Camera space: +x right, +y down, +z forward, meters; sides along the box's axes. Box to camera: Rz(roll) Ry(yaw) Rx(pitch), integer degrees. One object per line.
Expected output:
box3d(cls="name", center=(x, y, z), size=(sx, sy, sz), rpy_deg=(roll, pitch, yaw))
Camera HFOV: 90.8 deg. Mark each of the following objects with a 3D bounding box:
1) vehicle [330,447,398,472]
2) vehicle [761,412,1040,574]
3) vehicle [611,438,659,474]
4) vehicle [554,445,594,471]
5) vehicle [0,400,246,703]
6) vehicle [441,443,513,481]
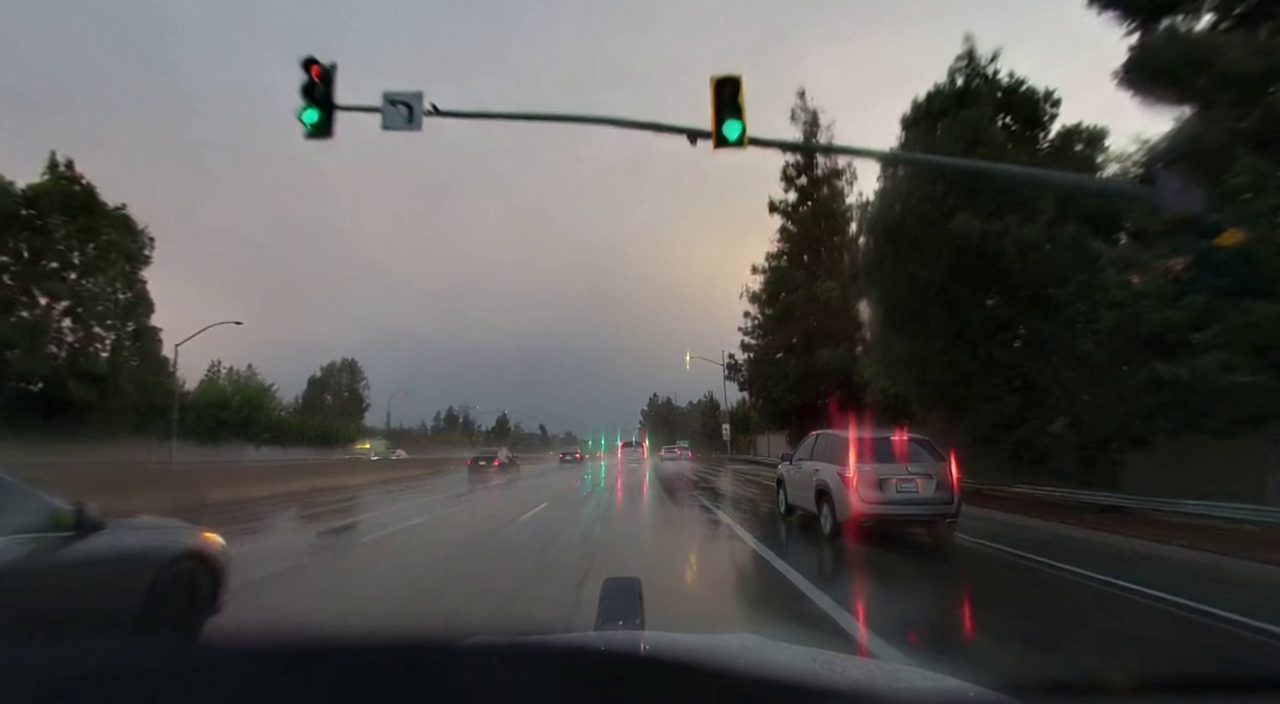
box3d(cls="vehicle", center=(-17.070, 6.651, 39.328), size=(2.045, 1.482, 4.665), rpy_deg=(0, -8, 1))
box3d(cls="vehicle", center=(3.233, 1.852, 9.111), size=(2.029, 1.716, 4.545), rpy_deg=(0, -8, -1))
box3d(cls="vehicle", center=(-0.266, 5.526, 33.833), size=(2.408, 1.748, 4.217), rpy_deg=(0, -8, -1))
box3d(cls="vehicle", center=(-3.921, 6.369, 38.112), size=(1.968, 1.473, 4.209), rpy_deg=(0, -8, 0))
box3d(cls="vehicle", center=(-3.451, 0.795, 1.325), size=(2.130, 1.514, 4.766), rpy_deg=(0, -8, 1))
box3d(cls="vehicle", center=(-6.959, 4.707, 27.397), size=(1.980, 1.519, 4.147), rpy_deg=(0, -8, 0))
